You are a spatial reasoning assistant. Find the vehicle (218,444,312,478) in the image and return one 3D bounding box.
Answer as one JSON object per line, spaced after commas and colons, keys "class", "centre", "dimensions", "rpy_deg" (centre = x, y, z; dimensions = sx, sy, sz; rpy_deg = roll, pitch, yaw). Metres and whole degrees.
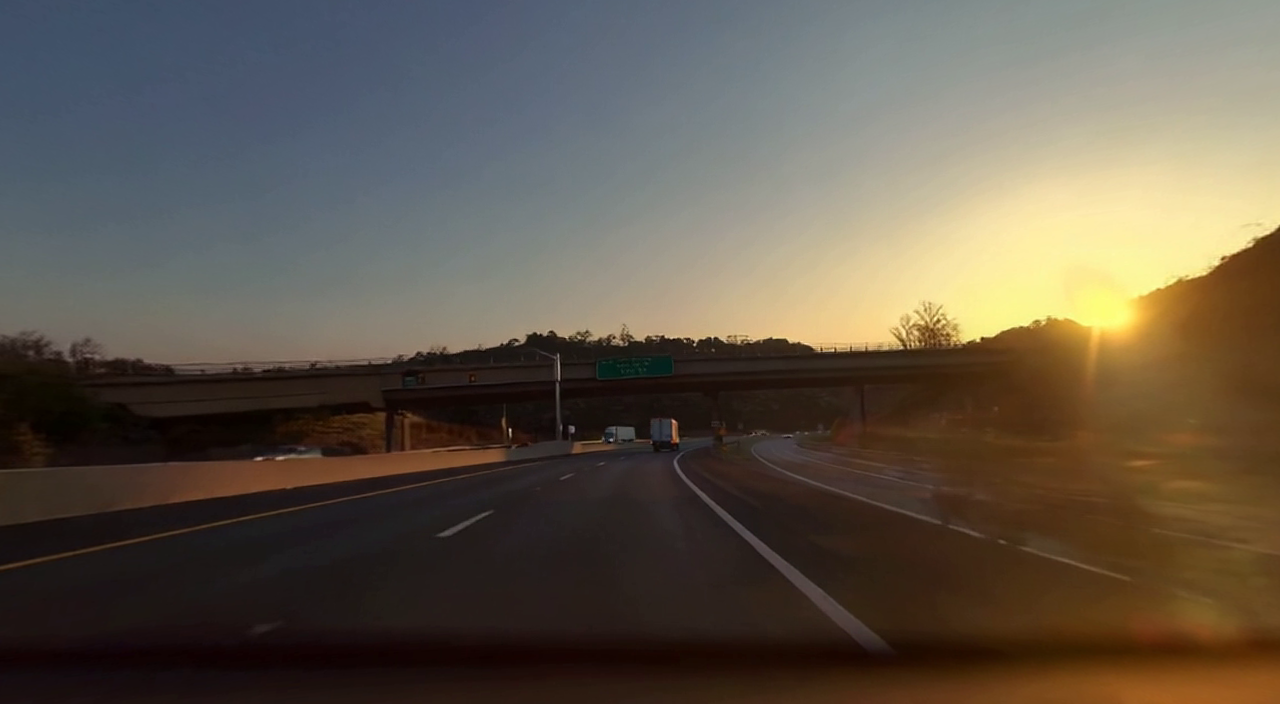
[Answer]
{"class": "vehicle", "centre": [-16.730, 4.838, 28.318], "dimensions": [1.795, 1.382, 3.876], "rpy_deg": [-1, -8, 1]}
